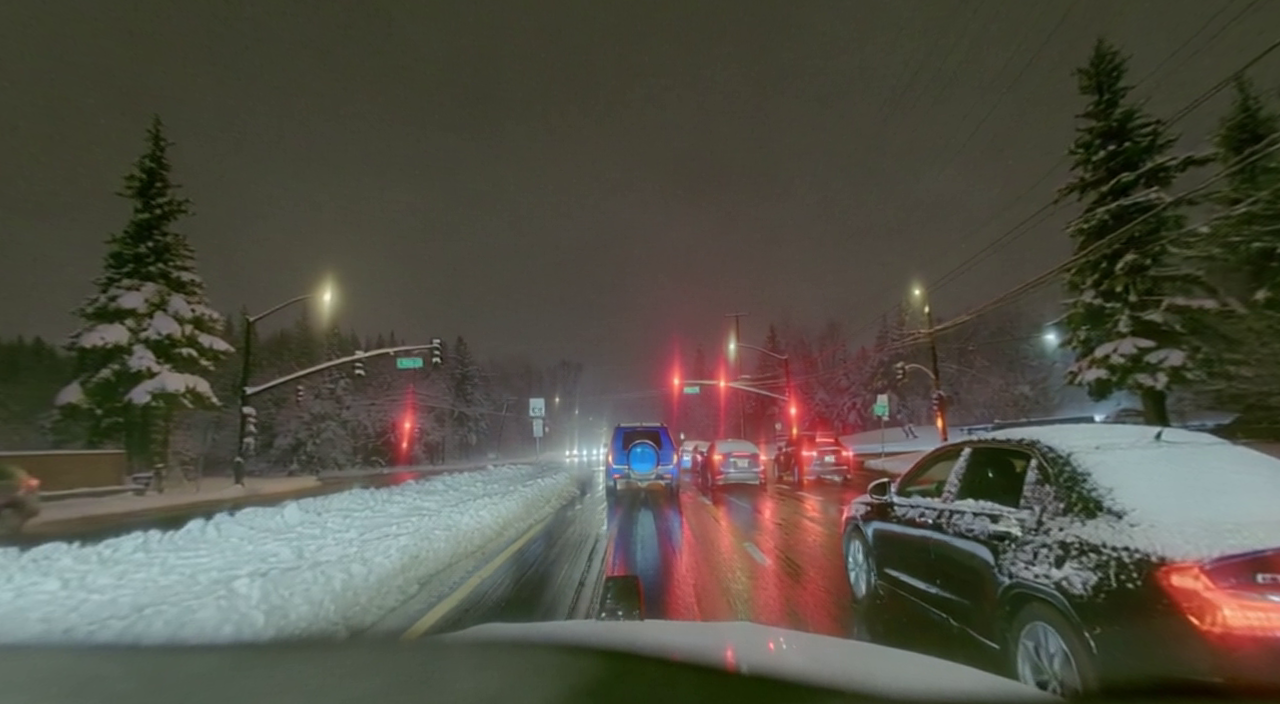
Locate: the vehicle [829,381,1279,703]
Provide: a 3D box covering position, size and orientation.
[{"bbox_3d":[2.770,1.088,3.578,2.004,1.460,4.297,0,-9,-1],"label":"vehicle"}]

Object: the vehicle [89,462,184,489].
[{"bbox_3d":[-33.212,8.151,41.777,4.550,1.601,1.766,1,-9,-5],"label":"vehicle"}]

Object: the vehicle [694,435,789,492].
[{"bbox_3d":[2.861,3.273,18.844,2.025,1.477,4.333,0,-9,-2],"label":"vehicle"}]

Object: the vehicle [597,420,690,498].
[{"bbox_3d":[0.078,2.939,17.703,2.236,1.856,4.816,0,-9,0],"label":"vehicle"}]
